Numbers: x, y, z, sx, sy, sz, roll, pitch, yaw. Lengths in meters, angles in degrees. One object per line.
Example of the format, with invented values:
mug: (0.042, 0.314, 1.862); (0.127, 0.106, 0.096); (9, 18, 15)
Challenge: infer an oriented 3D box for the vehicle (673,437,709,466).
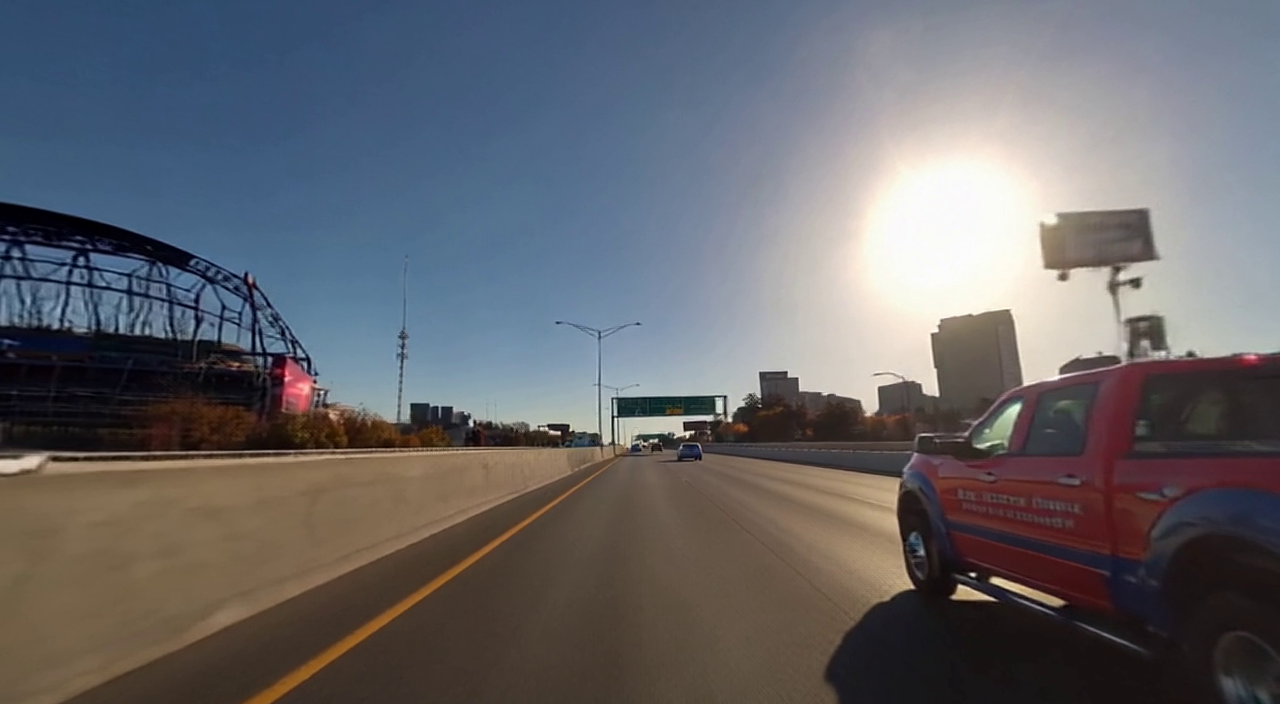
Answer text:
vehicle: (3.323, 6.525, 41.529); (1.973, 1.774, 4.092); (0, -9, -1)

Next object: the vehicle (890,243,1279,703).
vehicle: (3.102, 0.735, 2.420); (2.199, 2.002, 4.970); (0, -9, 0)
